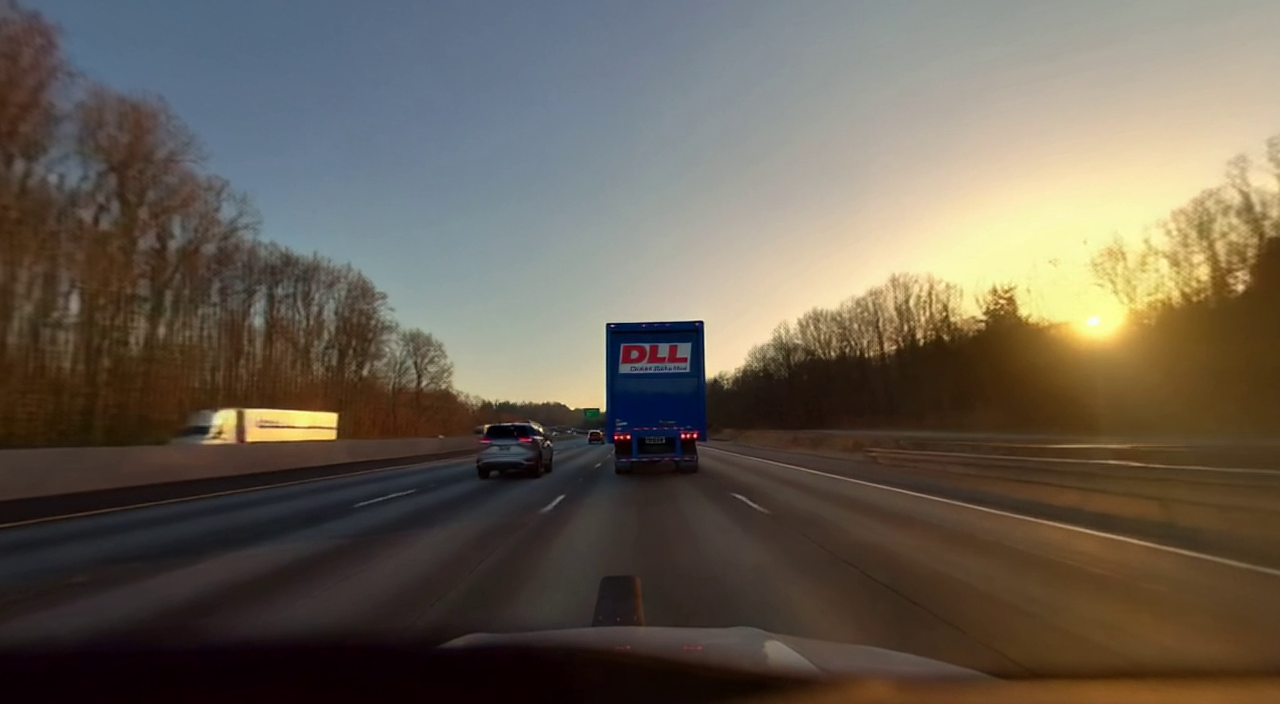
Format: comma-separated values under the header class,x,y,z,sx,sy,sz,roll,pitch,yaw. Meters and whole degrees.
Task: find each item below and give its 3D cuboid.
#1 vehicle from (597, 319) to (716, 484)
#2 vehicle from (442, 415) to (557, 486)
class,x,y,z,sx,sy,sz,roll,pitch,yaw
vehicle,0.271,1.823,20.479,3.011,4.211,8.926,0,-8,-2
vehicle,-3.949,2.867,18.738,2.394,1.787,5.186,0,-8,-2
